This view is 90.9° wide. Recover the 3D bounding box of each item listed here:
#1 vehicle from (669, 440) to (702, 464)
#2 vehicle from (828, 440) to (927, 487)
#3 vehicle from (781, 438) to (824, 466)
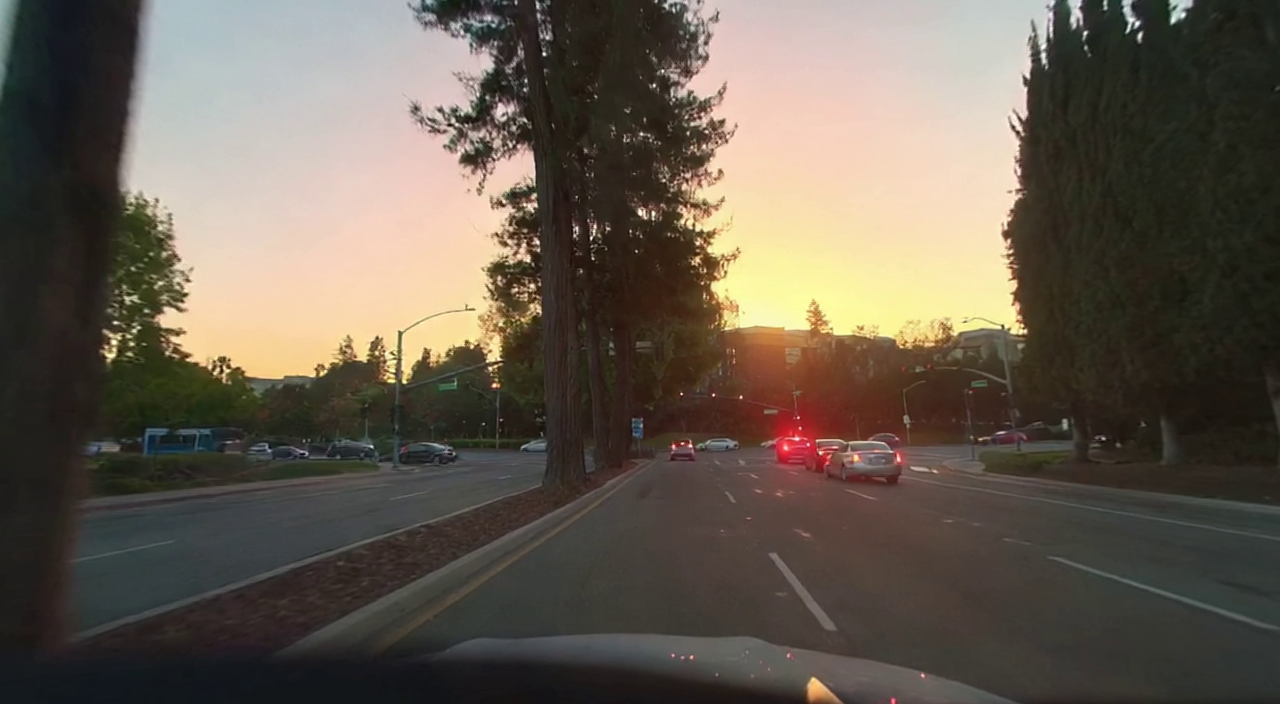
[{"bbox_3d":[2.940,6.530,41.302,2.041,1.485,3.813,-1,-8,4],"label":"vehicle"},{"bbox_3d":[8.228,3.890,22.369,1.947,1.478,4.731,-1,-8,4],"label":"vehicle"},{"bbox_3d":[9.830,6.048,38.444,1.901,1.577,4.348,-1,-8,6],"label":"vehicle"}]
